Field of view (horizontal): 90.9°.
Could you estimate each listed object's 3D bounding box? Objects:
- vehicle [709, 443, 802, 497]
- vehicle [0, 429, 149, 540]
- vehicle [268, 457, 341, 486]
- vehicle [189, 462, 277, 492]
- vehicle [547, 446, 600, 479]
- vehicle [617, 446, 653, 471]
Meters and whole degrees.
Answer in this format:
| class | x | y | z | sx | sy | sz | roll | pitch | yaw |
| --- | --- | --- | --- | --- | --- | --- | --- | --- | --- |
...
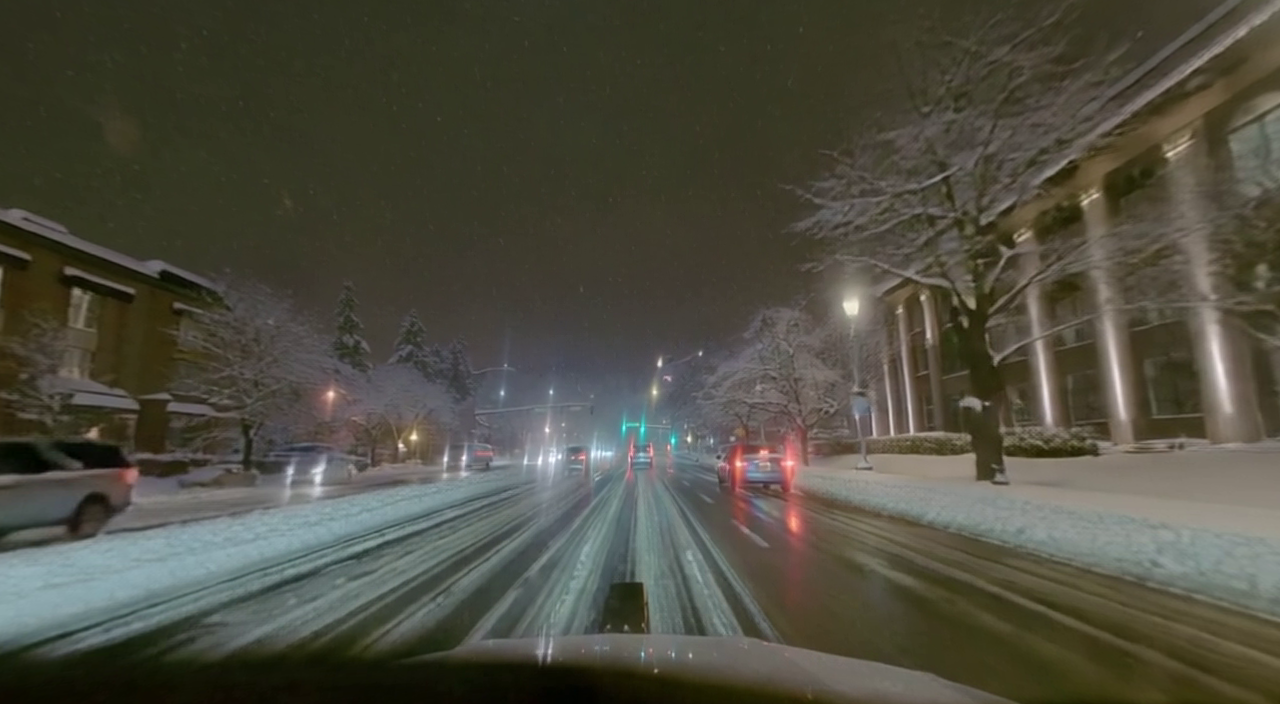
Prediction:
| class | x | y | z | sx | sy | sz | roll | pitch | yaw |
| --- | --- | --- | --- | --- | --- | --- | --- | --- | --- |
| vehicle | 3.475 | 3.640 | 19.931 | 1.990 | 1.486 | 4.431 | 0 | -9 | -2 |
| vehicle | -12.422 | 2.397 | 11.441 | 2.296 | 1.941 | 5.816 | -1 | -9 | 0 |
| vehicle | -19.061 | 6.785 | 36.048 | 1.924 | 1.493 | 4.006 | 0 | -9 | 0 |
| vehicle | -22.565 | 6.928 | 35.193 | 1.801 | 1.467 | 4.723 | 0 | -9 | 0 |
| vehicle | -3.155 | 5.358 | 30.849 | 2.082 | 1.467 | 4.379 | 0 | -9 | 0 |
| vehicle | -0.320 | 6.676 | 39.696 | 2.101 | 1.480 | 3.929 | 0 | -9 | -1 |
